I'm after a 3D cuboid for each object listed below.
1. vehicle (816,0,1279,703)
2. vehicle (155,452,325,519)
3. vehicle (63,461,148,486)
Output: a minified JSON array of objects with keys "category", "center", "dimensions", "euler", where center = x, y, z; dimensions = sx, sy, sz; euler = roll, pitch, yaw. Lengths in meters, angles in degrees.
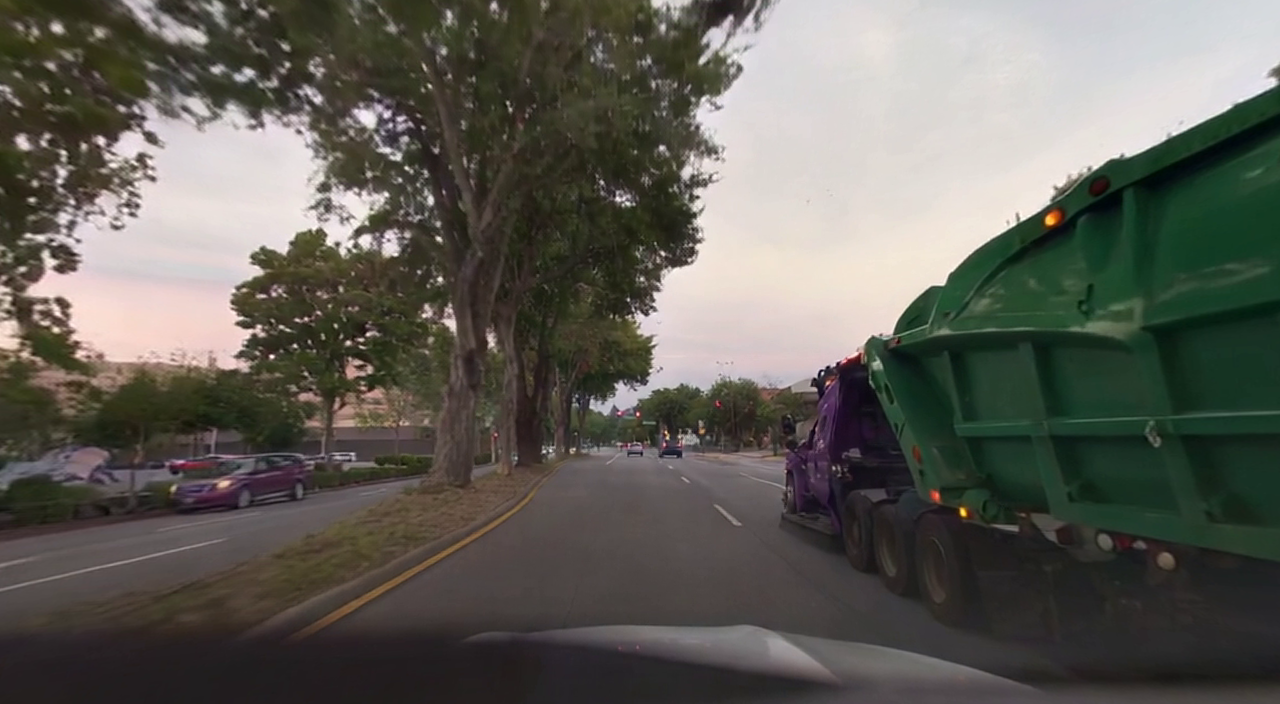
[{"category":"vehicle","center":[3.932,0.146,3.455],"dimensions":[2.731,3.407,10.262],"euler":[0,-8,-1]},{"category":"vehicle","center":[-13.594,4.499,22.106],"dimensions":[2.290,1.943,5.833],"euler":[0,-9,-2]},{"category":"vehicle","center":[-36.249,8.258,43.009],"dimensions":[1.828,1.470,4.423],"euler":[0,-8,0]}]
